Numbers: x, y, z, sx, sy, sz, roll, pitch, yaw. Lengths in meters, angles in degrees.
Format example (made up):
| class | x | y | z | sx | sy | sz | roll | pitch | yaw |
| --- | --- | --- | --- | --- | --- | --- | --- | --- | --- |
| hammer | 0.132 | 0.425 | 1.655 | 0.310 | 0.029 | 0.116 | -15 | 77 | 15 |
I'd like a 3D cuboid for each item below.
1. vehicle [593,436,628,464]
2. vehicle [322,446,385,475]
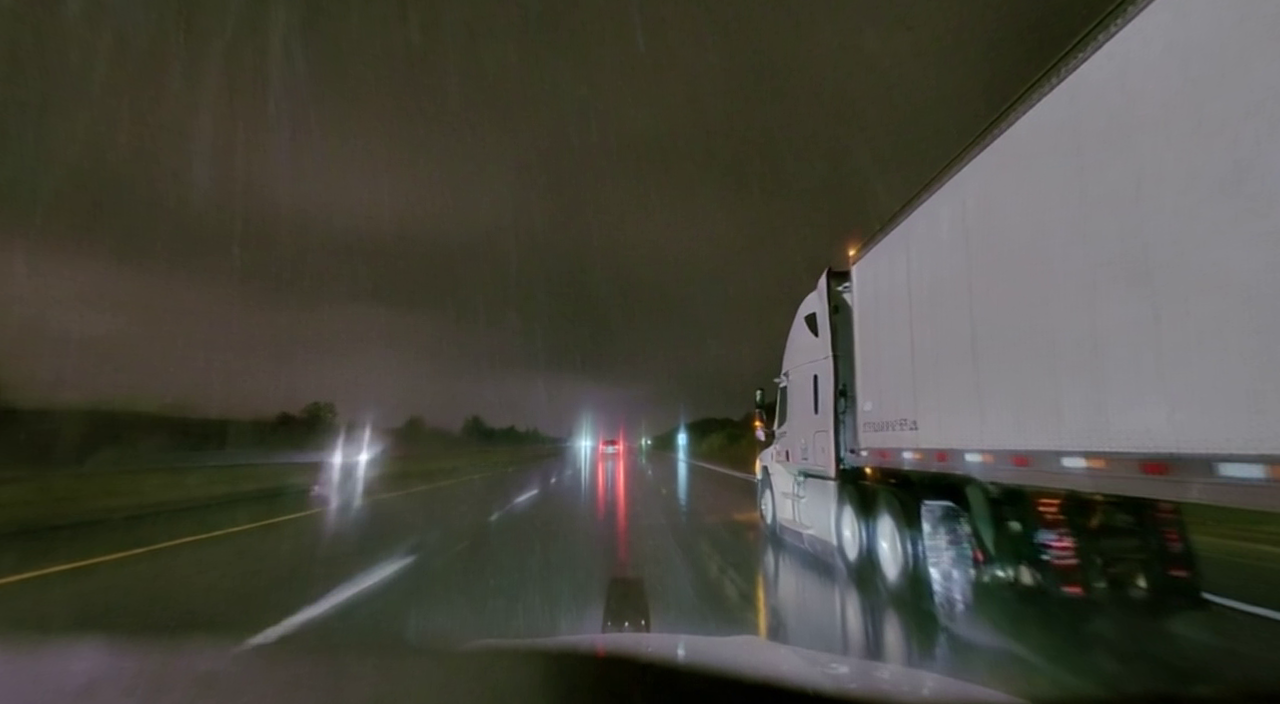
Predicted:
| class | x | y | z | sx | sy | sz | roll | pitch | yaw |
| --- | --- | --- | --- | --- | --- | --- | --- | --- | --- |
| vehicle | -1.806 | 6.096 | 39.159 | 2.111 | 1.635 | 4.177 | 0 | -8 | -2 |
| vehicle | -16.380 | 6.212 | 36.198 | 1.812 | 1.509 | 3.966 | 0 | -8 | -1 |
